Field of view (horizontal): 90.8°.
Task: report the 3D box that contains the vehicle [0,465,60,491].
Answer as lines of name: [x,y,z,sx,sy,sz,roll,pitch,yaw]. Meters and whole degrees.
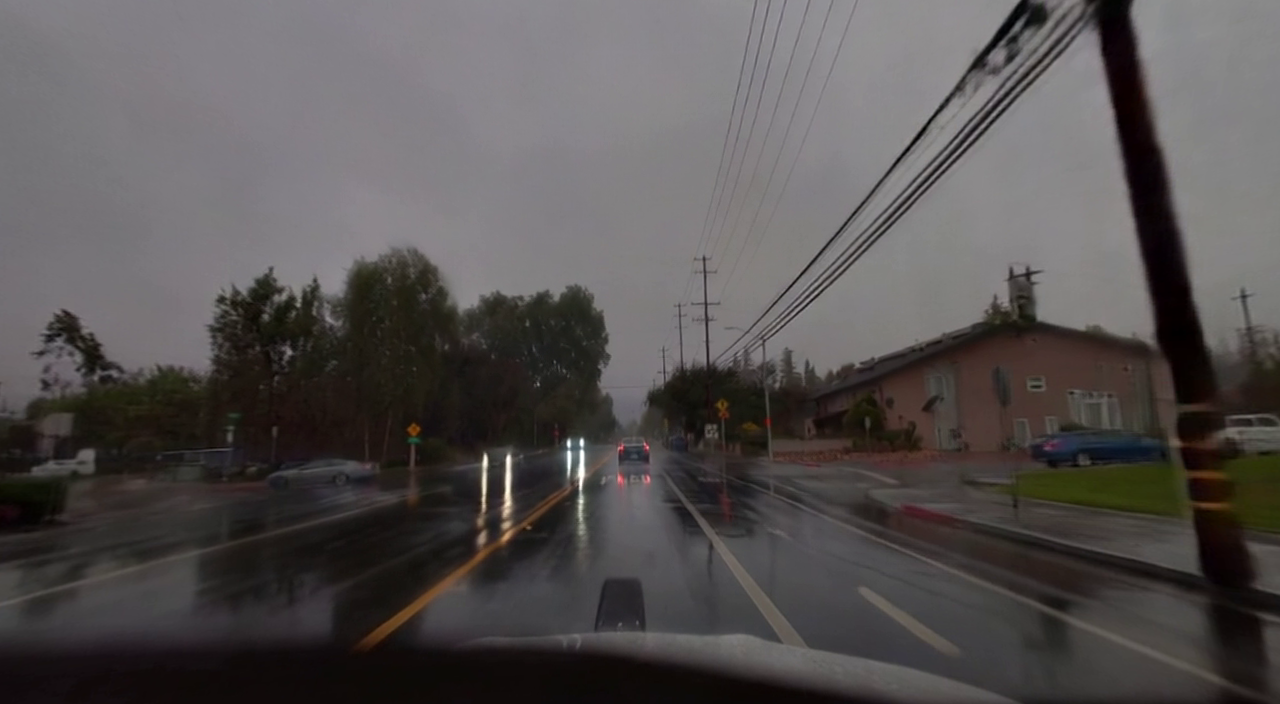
vehicle: [-39.963,8.032,40.523,1.728,1.456,3.782,-1,-9,3]

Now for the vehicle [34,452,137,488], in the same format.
vehicle: [-36.527,7.753,41.804,2.162,2.070,5.031,-2,-8,1]

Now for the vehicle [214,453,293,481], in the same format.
vehicle: [-25.287,7.505,41.573,1.932,1.627,4.948,0,-9,1]

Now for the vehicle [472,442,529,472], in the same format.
vehicle: [-7.306,5.522,33.522,2.034,1.464,4.438,0,-9,0]

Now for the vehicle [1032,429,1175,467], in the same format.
vehicle: [18.735,3.894,25.686,4.292,1.489,1.895,0,-9,-1]

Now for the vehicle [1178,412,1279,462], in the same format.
vehicle: [25.411,3.485,25.903,4.597,1.961,2.087,0,-9,2]

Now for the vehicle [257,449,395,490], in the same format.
vehicle: [-14.137,5.292,28.698,5.190,1.502,2.085,-3,-8,-1]

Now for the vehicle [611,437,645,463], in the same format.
vehicle: [-0.673,5.731,37.113,1.877,1.448,3.830,0,-9,0]

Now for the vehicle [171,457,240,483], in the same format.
vehicle: [-28.180,7.623,41.123,1.806,1.503,3.853,0,-9,-2]
